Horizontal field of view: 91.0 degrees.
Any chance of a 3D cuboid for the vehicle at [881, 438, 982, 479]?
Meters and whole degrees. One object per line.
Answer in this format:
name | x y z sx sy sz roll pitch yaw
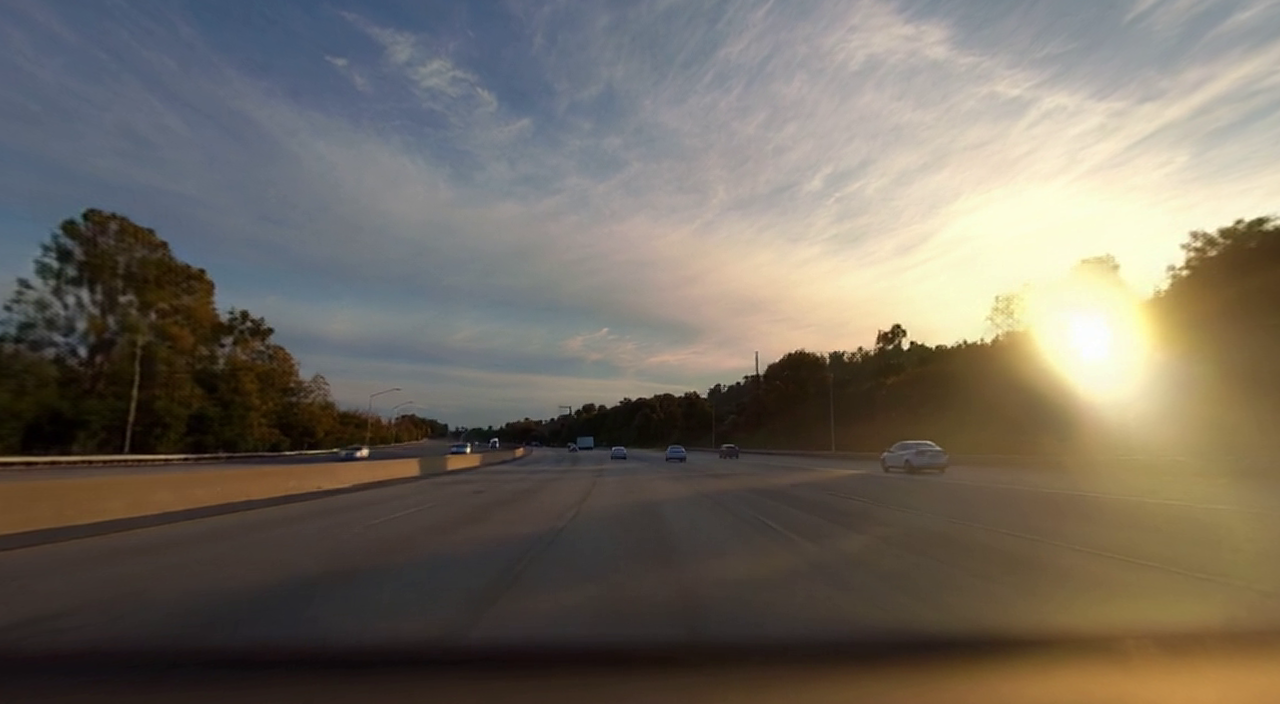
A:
vehicle | 13.744 5.059 30.181 2.107 1.803 5.385 0 -9 -2
